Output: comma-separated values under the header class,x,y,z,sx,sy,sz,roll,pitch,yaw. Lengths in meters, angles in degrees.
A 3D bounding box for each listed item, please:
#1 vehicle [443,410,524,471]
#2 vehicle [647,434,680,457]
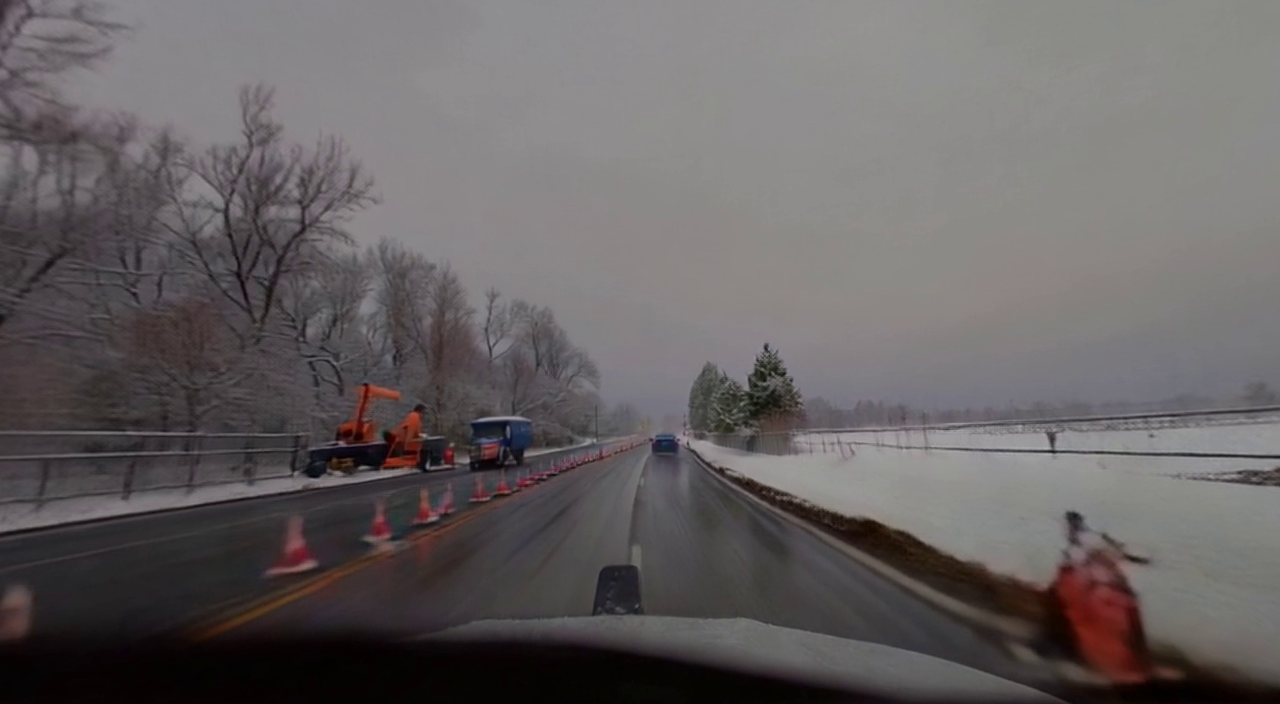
class,x,y,z,sx,sy,sz,roll,pitch,yaw
vehicle,-7.344,4.205,29.967,3.064,2.710,2.385,-1,-9,4
vehicle,1.610,6.501,43.923,2.172,1.486,3.581,0,-9,2
